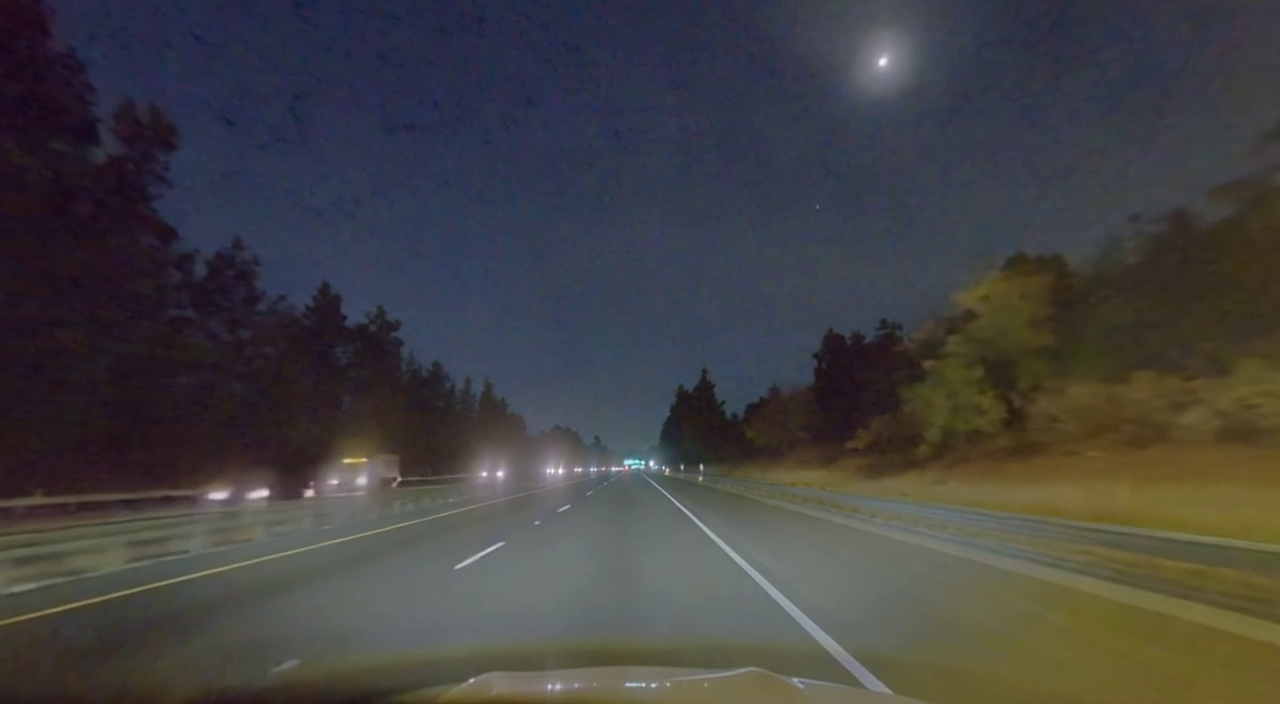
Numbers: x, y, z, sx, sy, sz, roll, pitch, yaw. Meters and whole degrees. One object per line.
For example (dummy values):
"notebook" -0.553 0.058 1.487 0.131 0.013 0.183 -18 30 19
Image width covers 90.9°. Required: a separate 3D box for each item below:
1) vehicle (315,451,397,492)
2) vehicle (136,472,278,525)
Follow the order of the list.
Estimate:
"vehicle" -17.016 7.218 38.095 2.405 2.219 5.323 1 -11 0
"vehicle" -13.265 4.484 19.646 1.654 1.429 3.974 1 -11 -2
